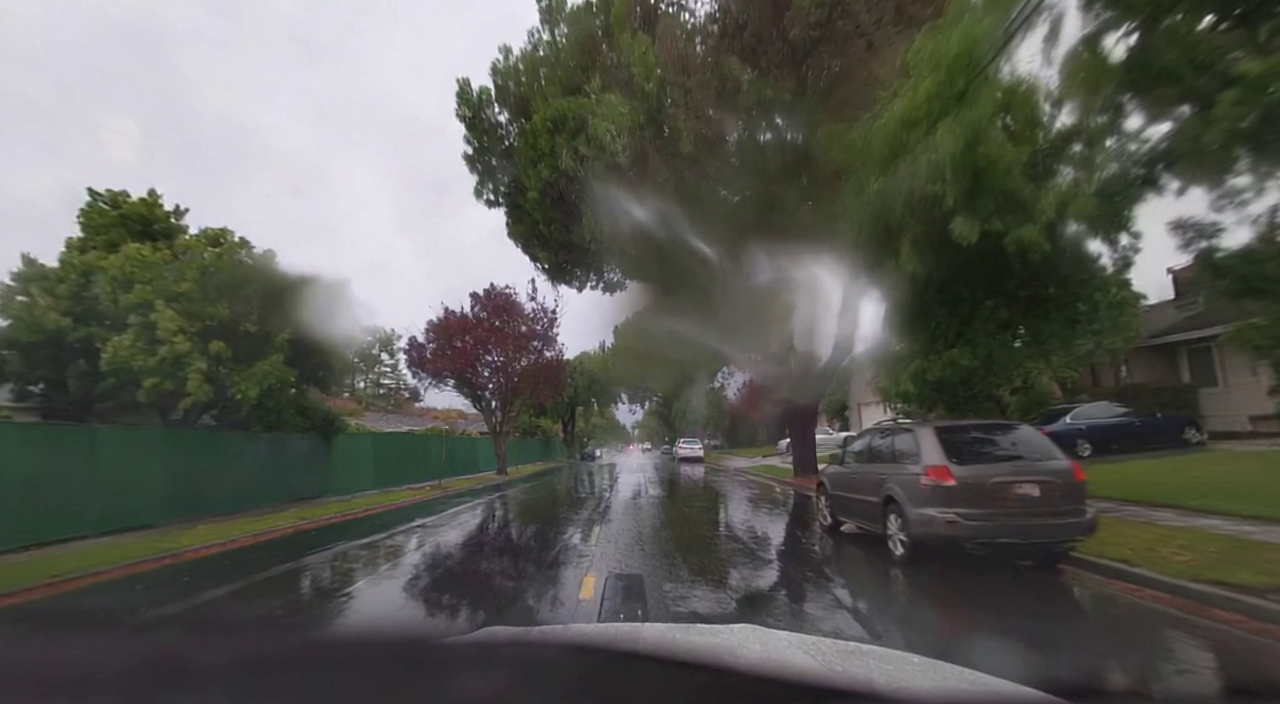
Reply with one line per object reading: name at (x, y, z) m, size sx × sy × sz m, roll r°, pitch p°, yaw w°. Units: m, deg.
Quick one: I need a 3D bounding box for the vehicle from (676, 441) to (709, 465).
vehicle at (3.910, 7.615, 47.648) m, size 2.122 × 1.673 × 4.876 m, roll 0°, pitch -9°, yaw 1°

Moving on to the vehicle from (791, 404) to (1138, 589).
vehicle at (3.650, 1.740, 8.412) m, size 2.165 × 1.688 × 4.642 m, roll -2°, pitch -9°, yaw 1°
